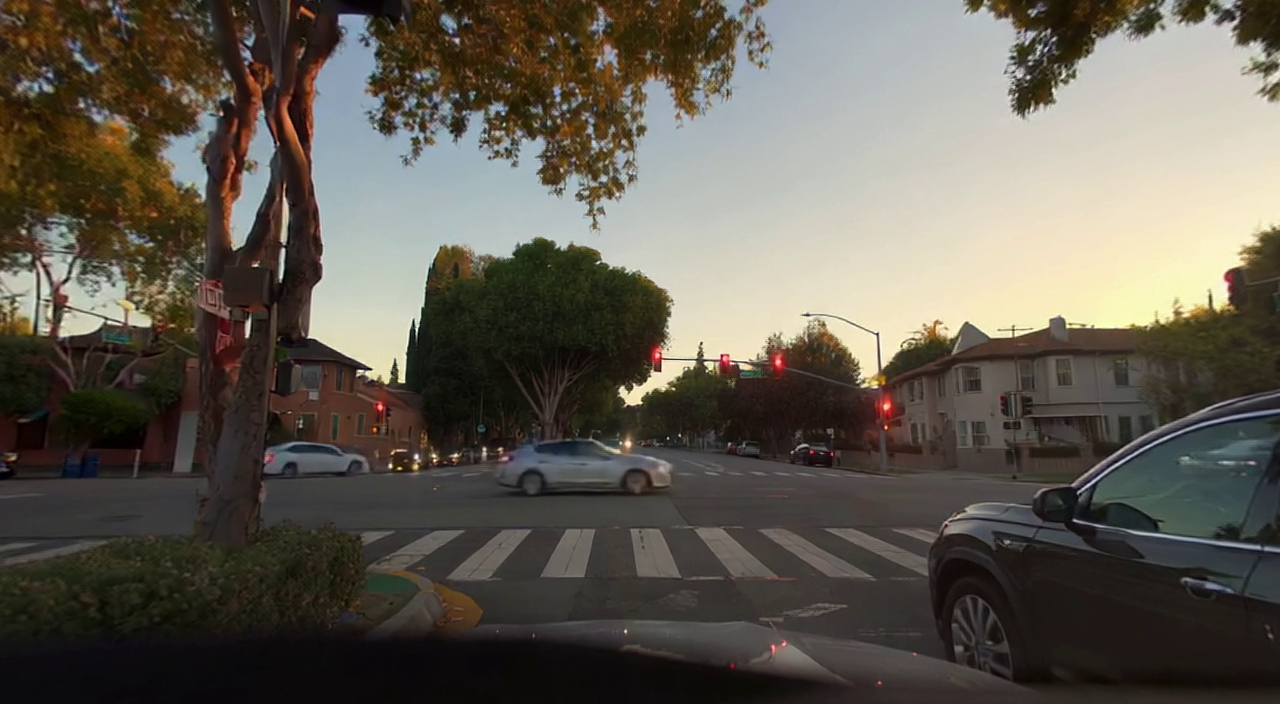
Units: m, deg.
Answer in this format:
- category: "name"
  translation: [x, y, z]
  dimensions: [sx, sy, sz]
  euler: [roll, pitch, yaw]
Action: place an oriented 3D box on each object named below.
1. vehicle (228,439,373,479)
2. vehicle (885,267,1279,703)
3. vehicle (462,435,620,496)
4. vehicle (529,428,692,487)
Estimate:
- category: "vehicle"
  translation: [-13.324, 4.225, 25.156]
  dimensions: [4.689, 1.490, 1.920]
  euler: [2, -9, -16]
- category: "vehicle"
  translation: [2.690, 0.709, 1.734]
  dimensions: [2.085, 1.800, 4.908]
  euler: [0, -9, 1]
- category: "vehicle"
  translation: [-2.502, 2.987, 16.801]
  dimensions: [3.894, 1.487, 1.863]
  euler: [0, -8, -1]
- category: "vehicle"
  translation: [-0.880, 3.326, 20.024]
  dimensions: [4.860, 1.748, 2.160]
  euler: [0, -9, 0]
